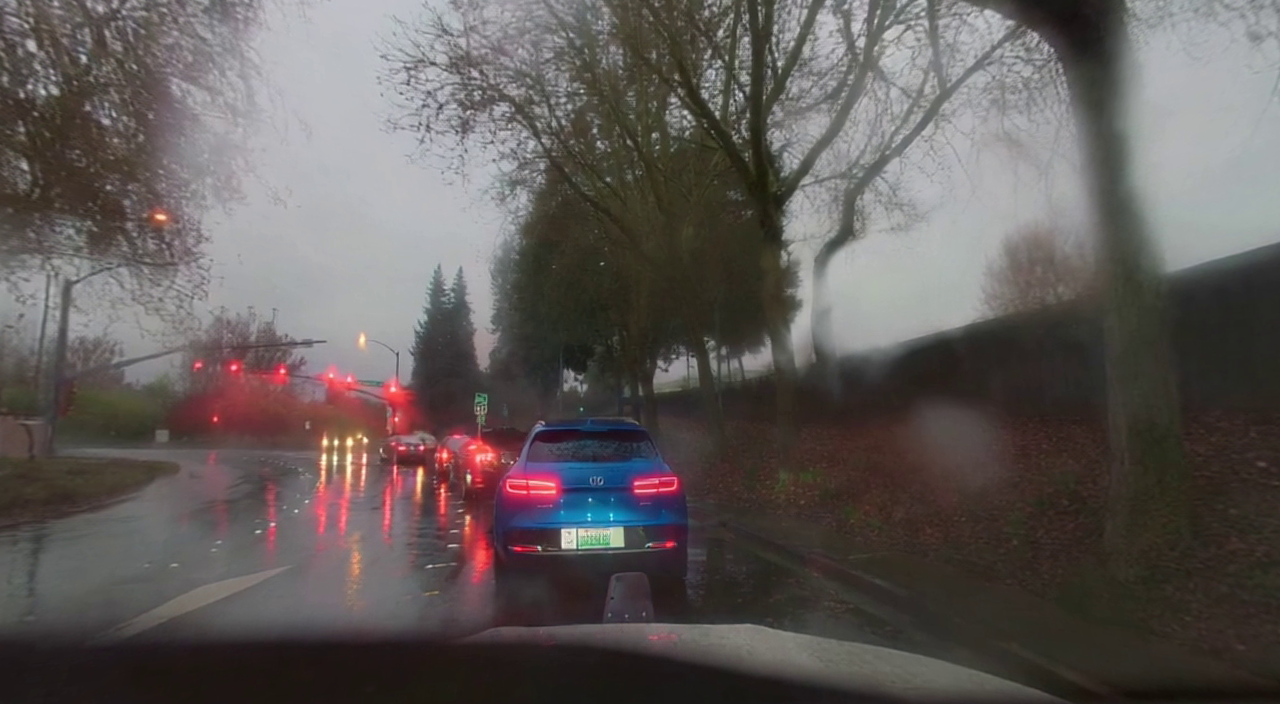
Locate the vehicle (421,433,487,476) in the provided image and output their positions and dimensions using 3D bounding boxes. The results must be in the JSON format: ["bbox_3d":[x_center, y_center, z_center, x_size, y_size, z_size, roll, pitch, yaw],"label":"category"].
[{"bbox_3d":[-7.307,3.949,24.504,1.902,1.536,3.662,4,-9,-24],"label":"vehicle"}]

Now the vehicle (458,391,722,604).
[{"bbox_3d":[-0.687,1.460,7.219,2.134,1.671,4.147,1,-8,-9],"label":"vehicle"}]
